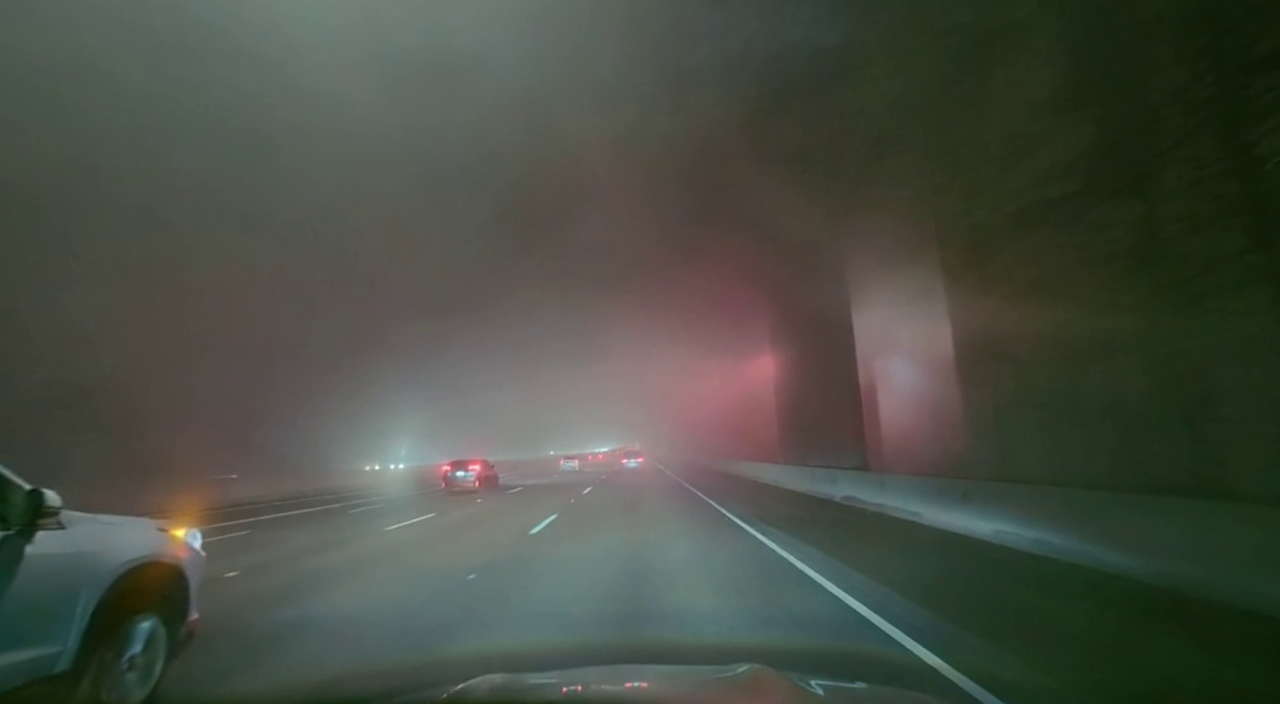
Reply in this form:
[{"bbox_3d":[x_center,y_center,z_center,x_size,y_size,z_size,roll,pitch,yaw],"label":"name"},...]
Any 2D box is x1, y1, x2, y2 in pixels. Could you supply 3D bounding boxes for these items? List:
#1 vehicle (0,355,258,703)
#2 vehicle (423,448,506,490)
[{"bbox_3d":[-3.728,0.804,2.091,2.059,1.725,4.521,0,-9,0],"label":"vehicle"},{"bbox_3d":[-7.242,4.852,26.528,1.998,1.542,4.953,0,-9,1],"label":"vehicle"}]
